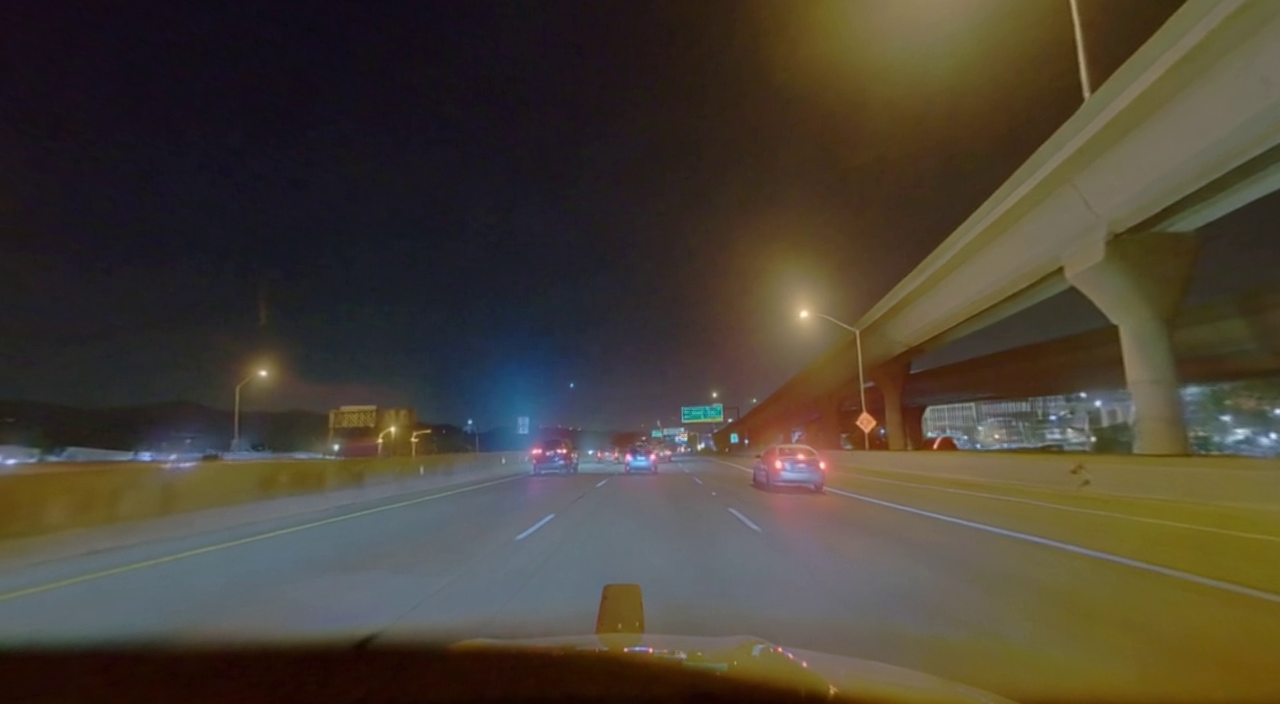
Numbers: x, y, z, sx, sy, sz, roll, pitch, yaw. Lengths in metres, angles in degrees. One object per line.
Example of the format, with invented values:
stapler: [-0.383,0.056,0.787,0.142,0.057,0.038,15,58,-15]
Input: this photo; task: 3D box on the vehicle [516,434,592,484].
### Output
vehicle: [-3.333,4.248,25.354,2.142,1.819,4.648,0,-9,3]

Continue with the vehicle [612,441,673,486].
vehicle: [0.156,4.142,23.719,2.089,1.493,3.964,0,-8,2]

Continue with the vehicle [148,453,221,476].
vehicle: [-32.371,7.983,44.884,1.772,1.487,4.348,0,-9,3]

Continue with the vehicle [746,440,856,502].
vehicle: [4.263,3.204,17.380,1.974,1.490,3.994,0,-9,0]
